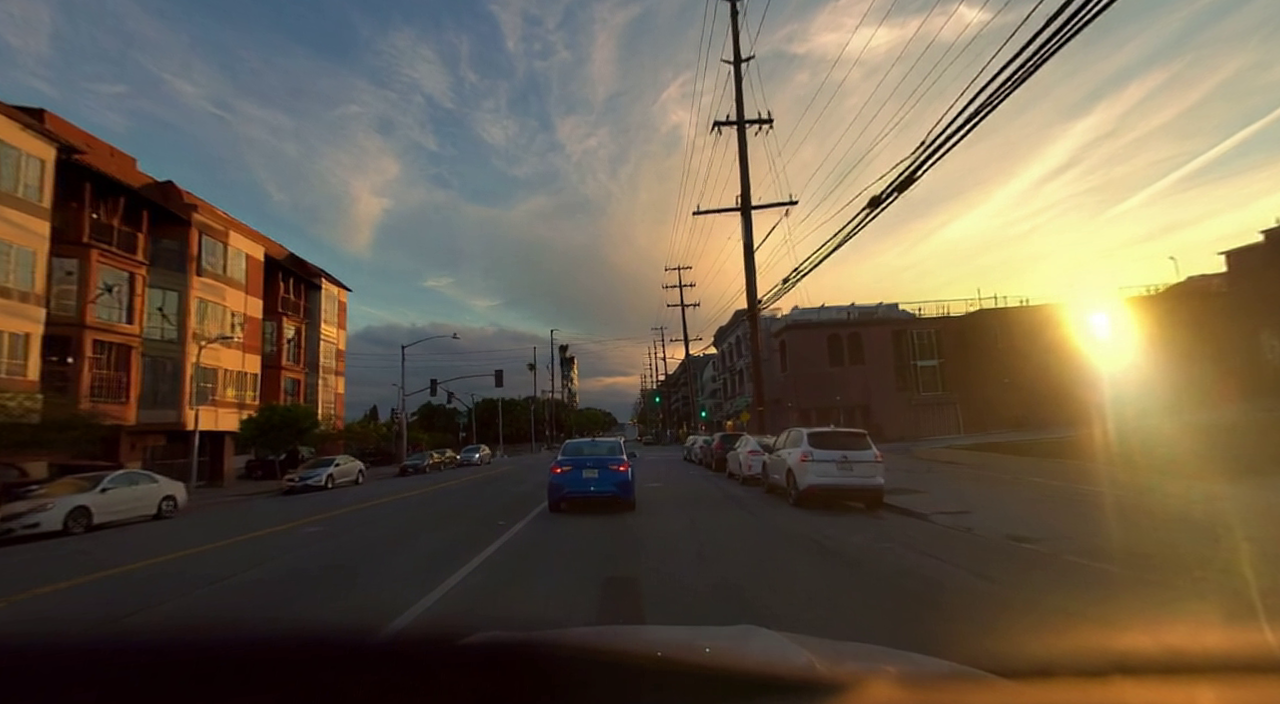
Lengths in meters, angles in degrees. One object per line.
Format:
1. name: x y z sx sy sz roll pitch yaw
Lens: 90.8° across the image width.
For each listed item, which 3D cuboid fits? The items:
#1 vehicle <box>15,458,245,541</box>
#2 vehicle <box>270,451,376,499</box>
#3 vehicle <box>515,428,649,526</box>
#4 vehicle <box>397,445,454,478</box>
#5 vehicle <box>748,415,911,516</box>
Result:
1. vehicle: -12.061 3.448 15.487 1.850 1.487 4.711 -3 -8 -1
2. vehicle: -12.140 4.680 24.501 1.868 1.491 4.367 -5 -8 0
3. vehicle: -0.901 2.230 11.896 2.019 1.453 4.603 0 -8 -1
4. vehicle: -12.256 6.250 36.409 2.011 1.687 4.079 -3 -8 -2
5. vehicle: 3.666 2.298 13.215 1.967 1.721 4.410 0 -8 -1
